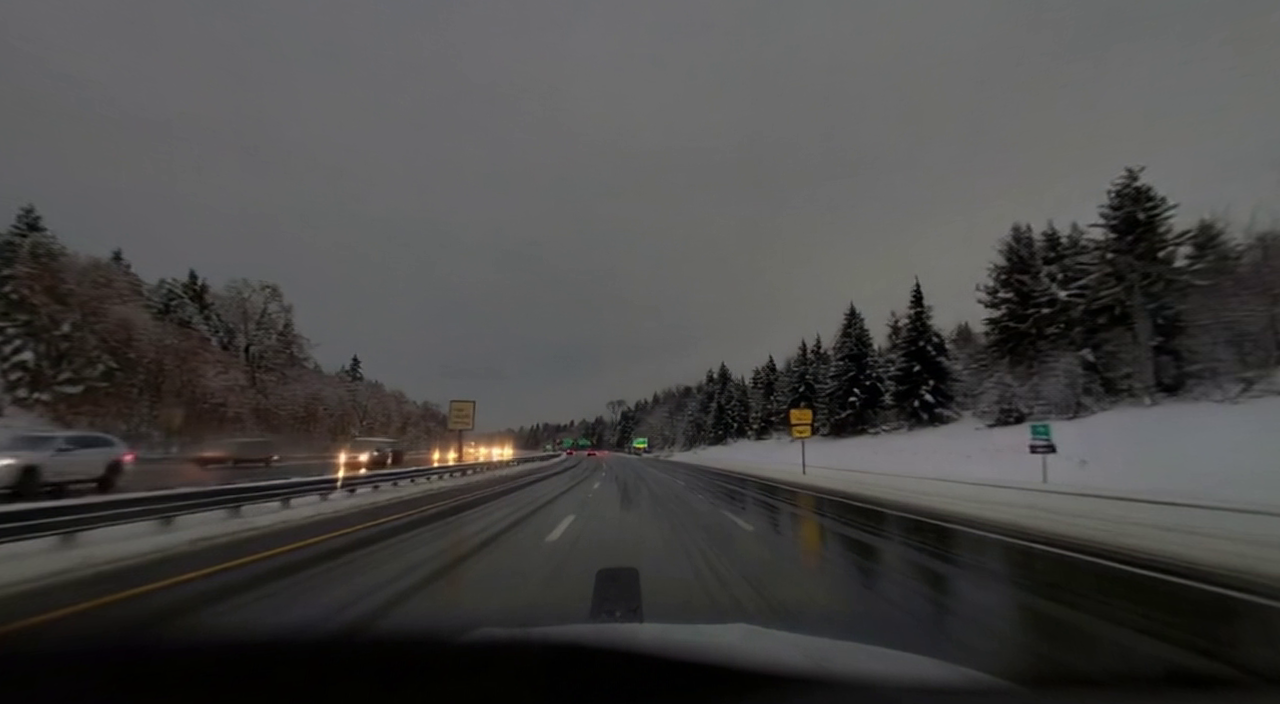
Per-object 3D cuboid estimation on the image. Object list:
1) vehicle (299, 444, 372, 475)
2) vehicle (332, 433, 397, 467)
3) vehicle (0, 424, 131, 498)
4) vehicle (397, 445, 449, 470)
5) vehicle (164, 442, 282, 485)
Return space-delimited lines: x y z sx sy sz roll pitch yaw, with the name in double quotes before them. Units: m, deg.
"vehicle" -15.678 5.538 32.514 1.791 1.478 4.072 0 -9 -1
"vehicle" -20.583 7.375 47.179 2.300 2.303 6.068 0 -9 -2
"vehicle" -14.622 2.495 14.462 1.906 1.558 4.561 0 -9 -1
"vehicle" -13.770 6.700 40.019 1.822 1.492 4.026 0 -9 1
"vehicle" -15.315 4.091 23.302 1.750 1.437 3.997 0 -9 -3
